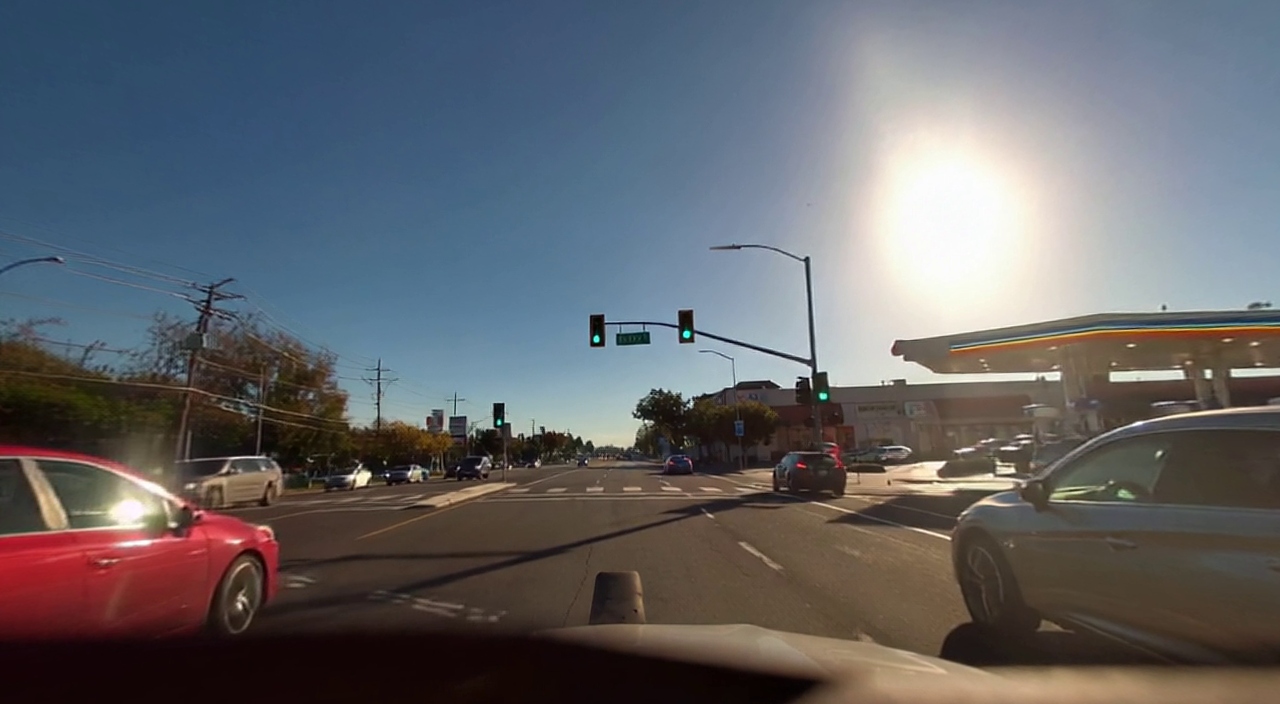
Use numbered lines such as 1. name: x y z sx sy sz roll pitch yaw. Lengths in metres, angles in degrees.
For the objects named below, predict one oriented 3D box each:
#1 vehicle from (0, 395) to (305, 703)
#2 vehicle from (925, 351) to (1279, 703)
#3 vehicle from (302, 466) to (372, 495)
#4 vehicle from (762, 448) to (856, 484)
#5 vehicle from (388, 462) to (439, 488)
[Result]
1. vehicle: -3.711 1.069 3.118 1.935 1.617 4.045 0 -9 -1
2. vehicle: 3.306 0.888 2.627 2.085 1.655 4.459 0 -9 -1
3. vehicle: -18.378 7.806 38.593 2.083 1.466 4.565 0 -9 -1
4. vehicle: 8.656 5.835 32.680 2.066 1.699 4.419 5 -10 -32
5. vehicle: -15.004 8.167 42.079 1.751 1.484 4.561 0 -9 -1
